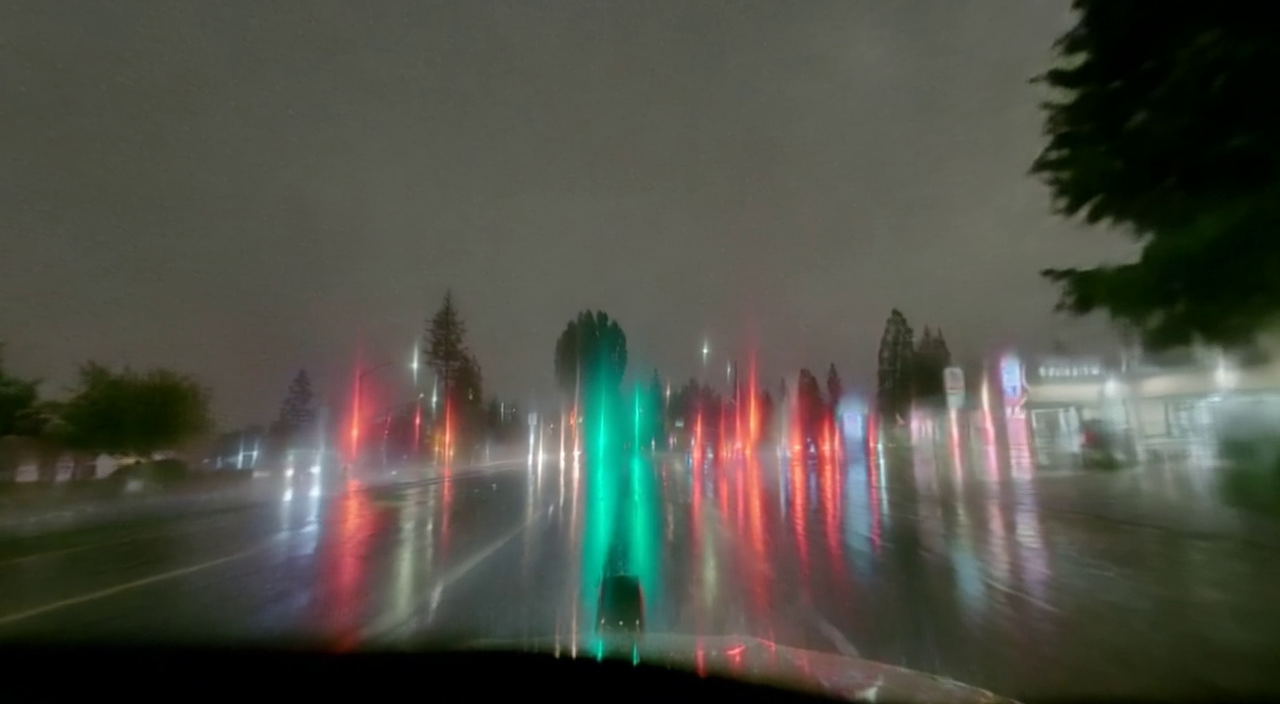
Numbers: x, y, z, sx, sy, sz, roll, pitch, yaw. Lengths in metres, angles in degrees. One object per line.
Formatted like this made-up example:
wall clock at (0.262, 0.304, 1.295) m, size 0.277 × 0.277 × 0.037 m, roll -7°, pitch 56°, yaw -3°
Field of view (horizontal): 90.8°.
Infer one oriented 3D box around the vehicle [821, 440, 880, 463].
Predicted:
vehicle at (14.674, 6.924, 44.041) m, size 3.552 × 1.484 × 1.883 m, roll 5°, pitch -10°, yaw -29°

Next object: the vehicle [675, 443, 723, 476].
vehicle at (2.998, 5.542, 32.787) m, size 1.961 × 1.580 × 4.020 m, roll 0°, pitch -9°, yaw -2°

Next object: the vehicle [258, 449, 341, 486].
vehicle at (-18.703, 6.328, 34.984) m, size 2.026 × 1.885 × 4.539 m, roll 0°, pitch -9°, yaw 0°
